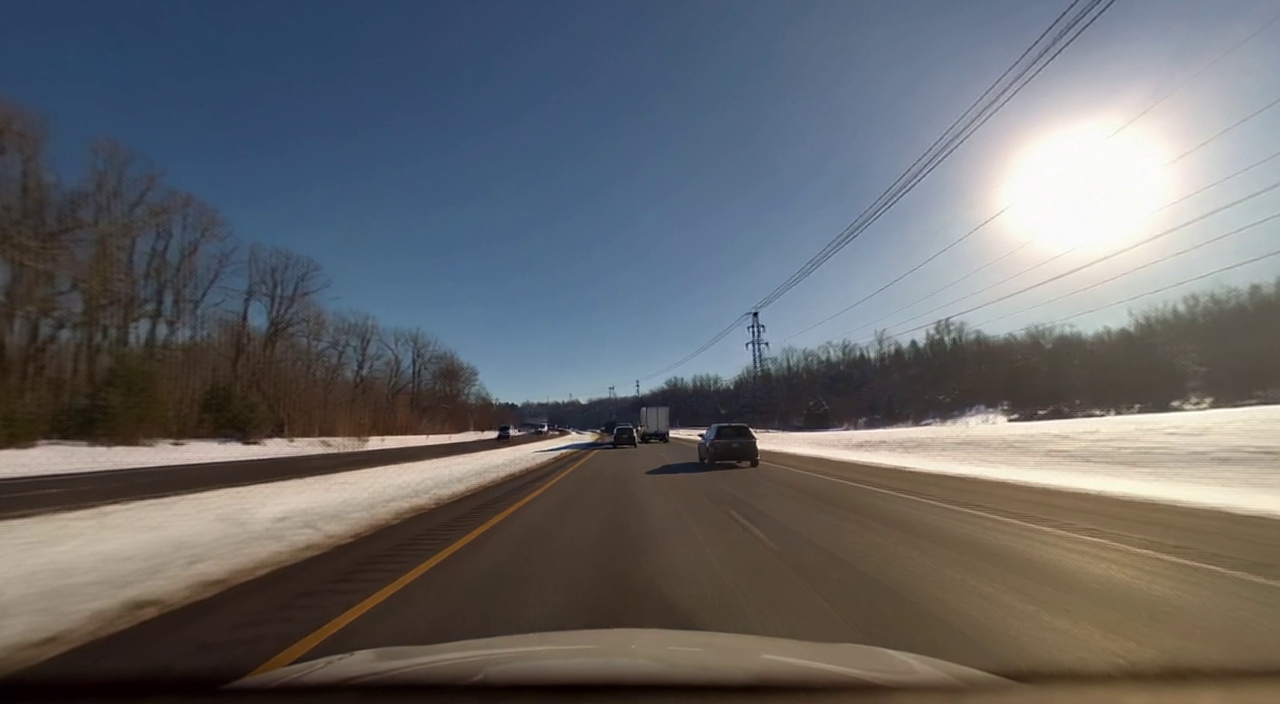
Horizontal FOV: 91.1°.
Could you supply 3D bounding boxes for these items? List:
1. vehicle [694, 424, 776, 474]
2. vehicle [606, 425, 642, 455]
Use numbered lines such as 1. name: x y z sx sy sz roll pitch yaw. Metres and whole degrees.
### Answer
1. vehicle: 3.156 3.318 21.754 2.062 1.581 3.914 0 -8 -2
2. vehicle: -0.921 5.146 36.858 2.019 1.642 3.790 0 -8 -1
